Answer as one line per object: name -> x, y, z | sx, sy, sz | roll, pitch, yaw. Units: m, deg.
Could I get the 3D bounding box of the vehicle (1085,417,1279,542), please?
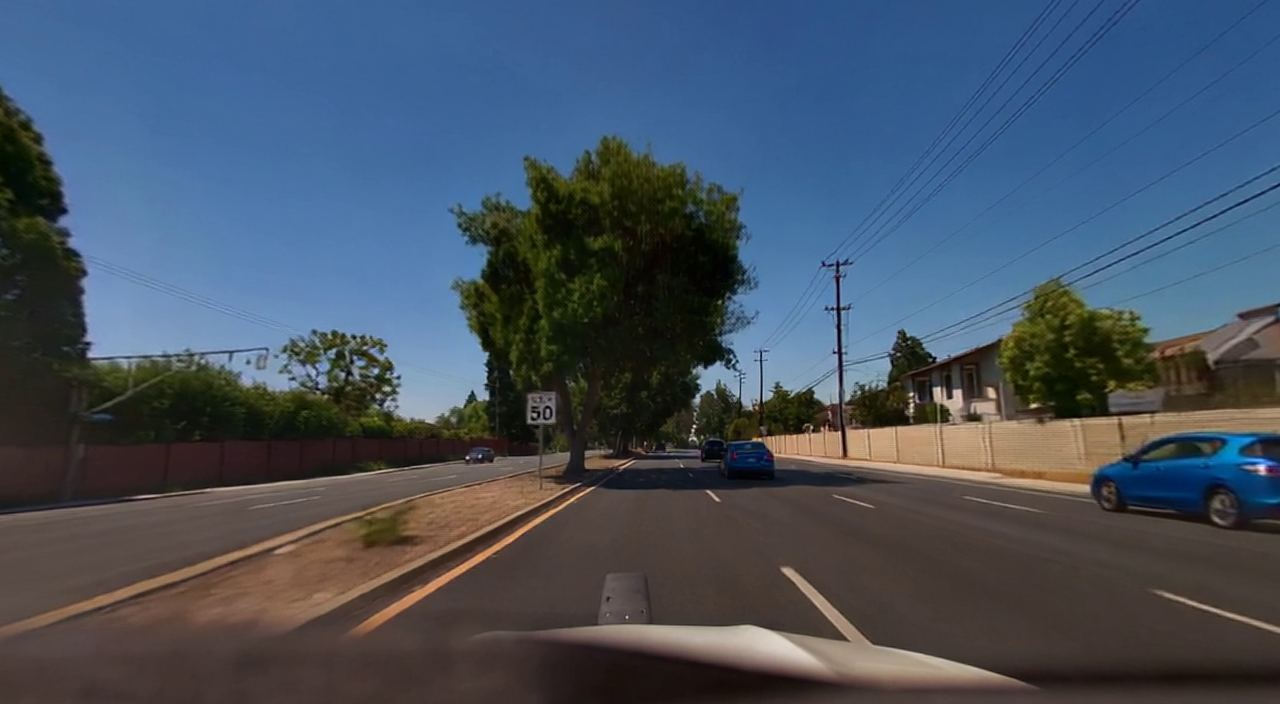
vehicle -> 9.851, 1.984, 10.252 | 1.978, 1.700, 4.461 | 0, -8, 1

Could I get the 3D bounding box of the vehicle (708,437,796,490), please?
vehicle -> 3.445, 3.509, 20.232 | 2.063, 1.481, 4.247 | 0, -8, 0
